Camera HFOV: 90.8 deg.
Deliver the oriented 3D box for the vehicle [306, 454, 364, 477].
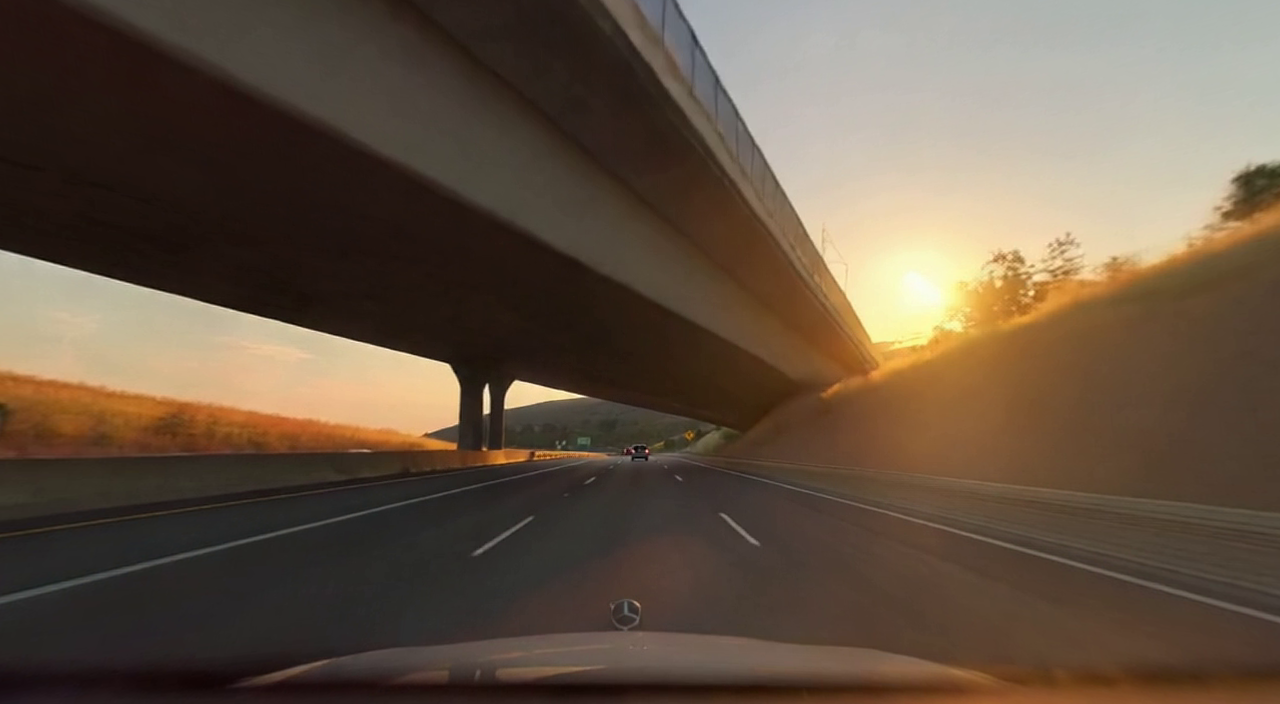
[{"bbox_3d":[-20.453,7.591,42.532,1.850,1.423,4.209,0,-9,-1],"label":"vehicle"}]
